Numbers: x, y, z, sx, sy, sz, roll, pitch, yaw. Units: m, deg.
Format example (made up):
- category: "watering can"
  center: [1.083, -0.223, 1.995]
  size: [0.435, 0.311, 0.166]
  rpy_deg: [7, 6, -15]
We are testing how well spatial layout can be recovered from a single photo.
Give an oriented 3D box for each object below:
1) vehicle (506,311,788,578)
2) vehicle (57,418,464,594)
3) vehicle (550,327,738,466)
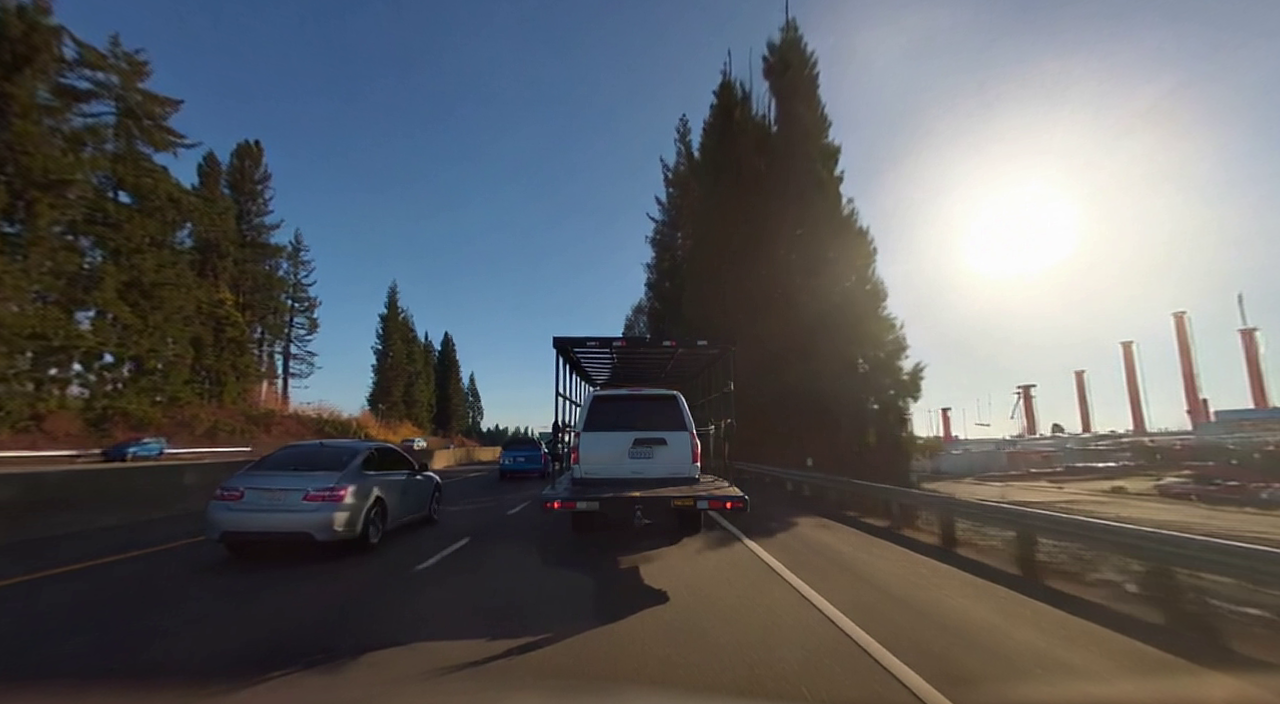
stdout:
- category: "vehicle"
  center: [-0.218, 1.674, 11.438]
  size: [2.735, 2.597, 10.435]
  rpy_deg: [1, -9, -3]
- category: "vehicle"
  center: [-4.002, 1.711, 8.040]
  size: [2.155, 1.513, 4.964]
  rpy_deg: [0, -9, -1]
- category: "vehicle"
  center: [-0.095, 0.856, 9.679]
  size: [2.156, 1.604, 4.680]
  rpy_deg: [1, -9, -4]
